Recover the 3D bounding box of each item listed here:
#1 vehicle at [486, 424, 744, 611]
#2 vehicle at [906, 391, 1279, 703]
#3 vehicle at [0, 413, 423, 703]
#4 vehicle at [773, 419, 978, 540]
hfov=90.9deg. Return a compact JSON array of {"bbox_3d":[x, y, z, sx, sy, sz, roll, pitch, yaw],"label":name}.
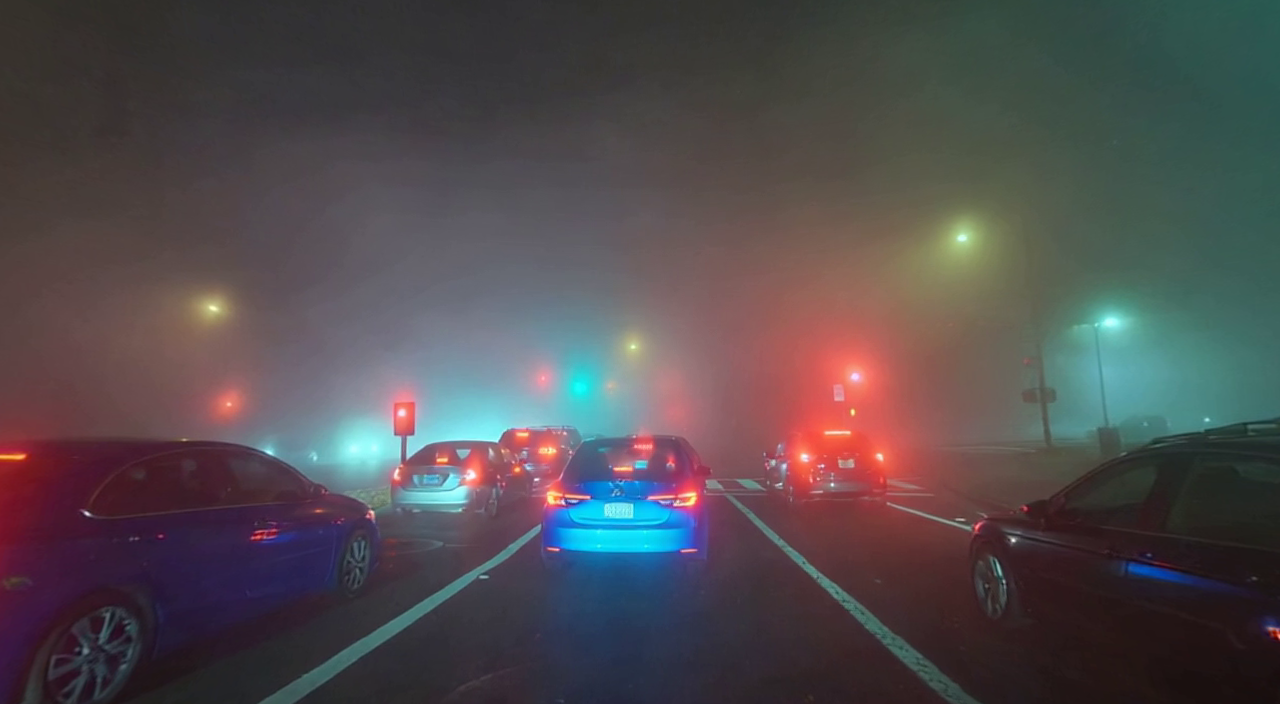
[{"bbox_3d":[-0.190,1.623,7.107,2.059,1.477,3.988,0,-8,0],"label":"vehicle"},{"bbox_3d":[3.402,1.069,3.493,1.981,1.499,4.536,0,-8,2],"label":"vehicle"},{"bbox_3d":[-3.410,1.299,4.718,1.980,1.454,4.226,0,-8,1],"label":"vehicle"},{"bbox_3d":[3.760,2.104,11.034,2.007,1.683,4.171,0,-8,1],"label":"vehicle"}]
